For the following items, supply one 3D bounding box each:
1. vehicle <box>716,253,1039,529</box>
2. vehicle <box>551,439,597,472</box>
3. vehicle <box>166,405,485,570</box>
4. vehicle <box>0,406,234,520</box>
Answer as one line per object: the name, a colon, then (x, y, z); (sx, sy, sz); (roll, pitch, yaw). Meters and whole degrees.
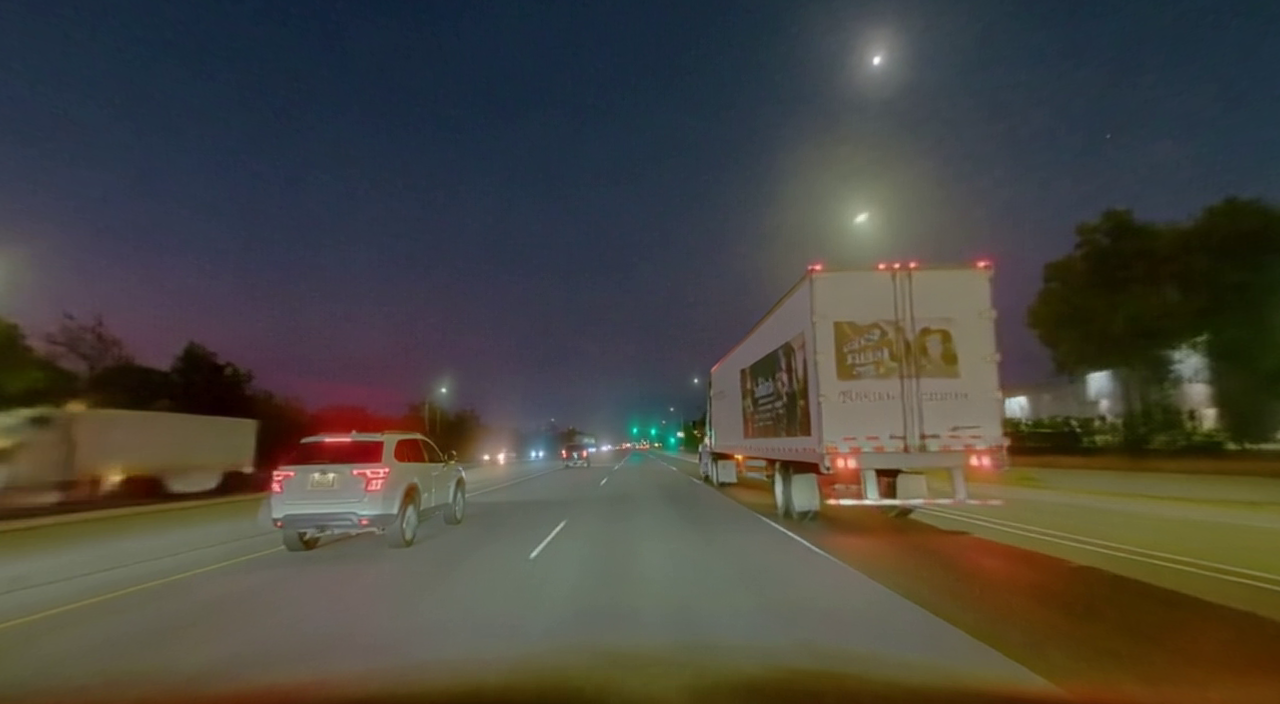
vehicle: (4.394, 1.580, 16.518); (2.998, 4.236, 13.886); (0, -9, 0)
vehicle: (-3.623, 5.800, 35.346); (2.139, 1.716, 4.530); (0, -9, 0)
vehicle: (-3.967, 1.811, 9.139); (2.202, 1.760, 4.617); (0, -9, 0)
vehicle: (-20.791, 4.280, 24.948); (2.989, 3.617, 9.459); (0, -9, 0)
